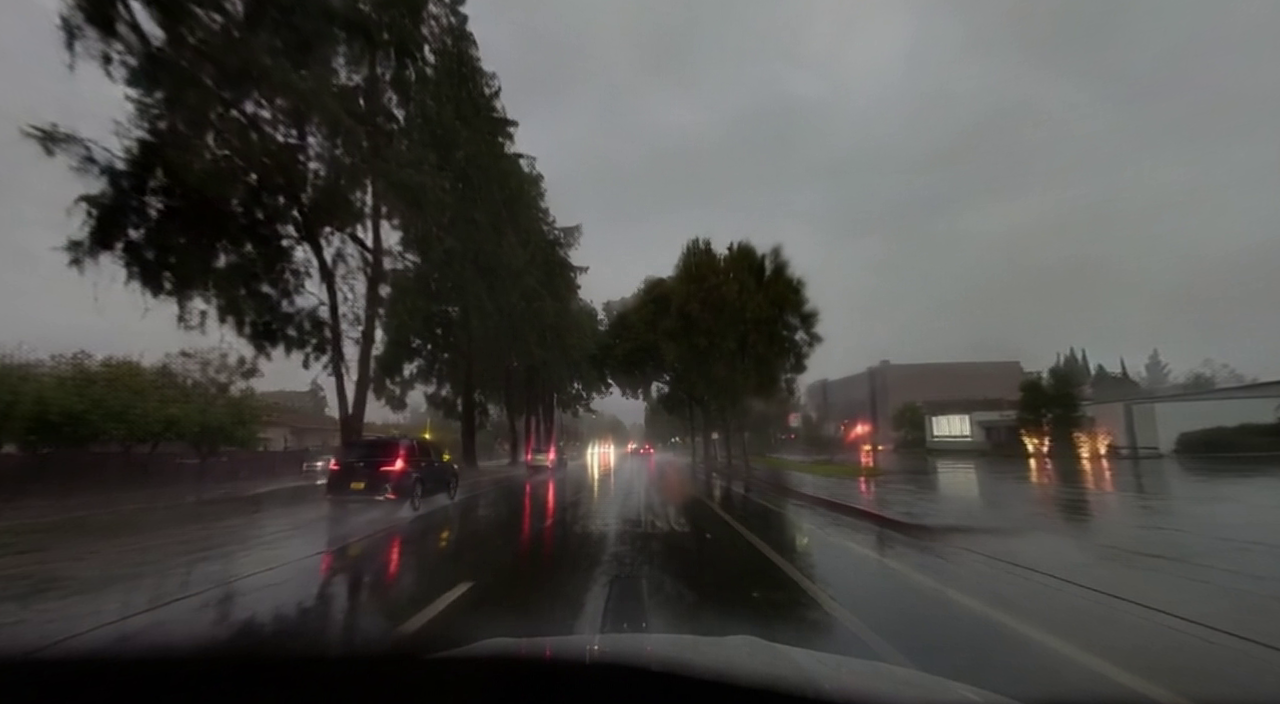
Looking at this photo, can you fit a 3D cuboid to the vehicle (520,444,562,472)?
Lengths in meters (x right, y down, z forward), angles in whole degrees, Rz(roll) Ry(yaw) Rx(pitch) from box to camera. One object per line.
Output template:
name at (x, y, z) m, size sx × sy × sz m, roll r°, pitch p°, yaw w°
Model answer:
vehicle at (-6.351, 6.877, 41.045) m, size 1.985 × 1.708 × 4.310 m, roll 0°, pitch -9°, yaw 1°

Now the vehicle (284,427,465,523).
vehicle at (-5.521, 2.601, 13.869) m, size 2.123 × 1.761 × 4.322 m, roll 0°, pitch -9°, yaw -1°
